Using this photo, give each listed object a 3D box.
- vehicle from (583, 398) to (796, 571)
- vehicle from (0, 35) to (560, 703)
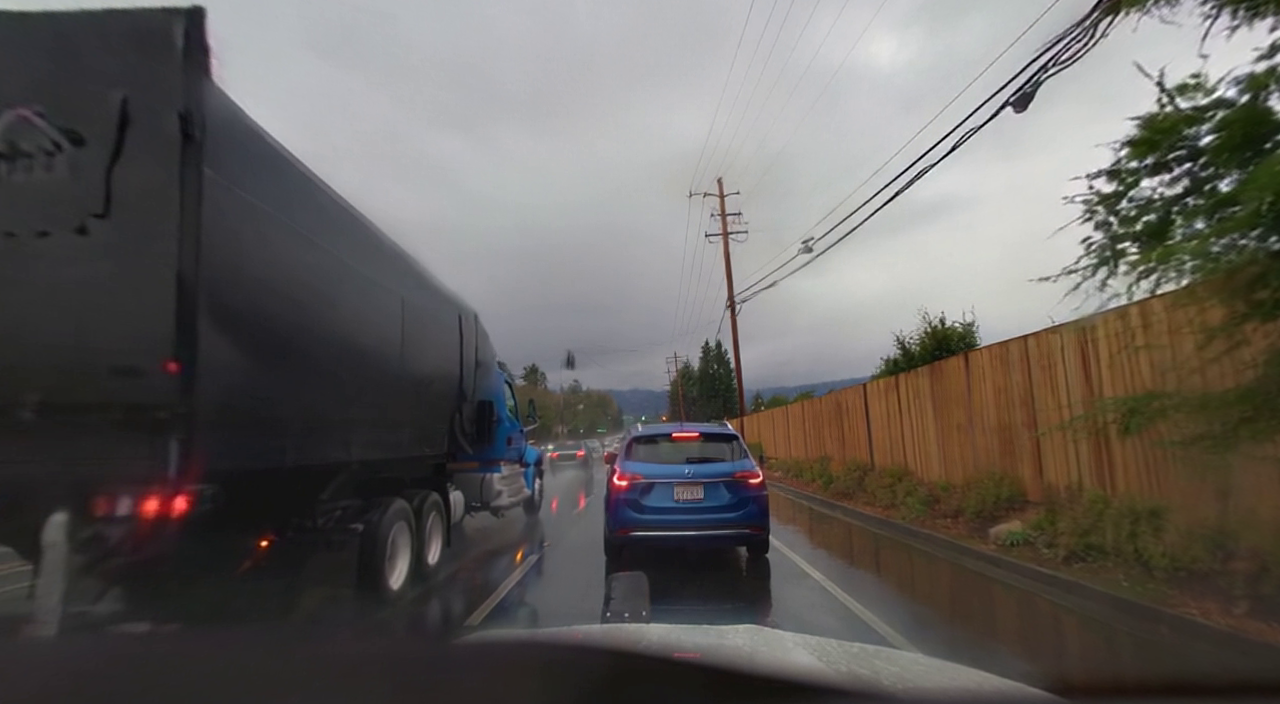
[{"bbox_3d":[0.475,1.662,8.564,2.174,1.749,4.113,0,-9,-1],"label":"vehicle"},{"bbox_3d":[-3.115,0.685,7.767,2.928,3.658,8.980,0,-9,1],"label":"vehicle"}]
